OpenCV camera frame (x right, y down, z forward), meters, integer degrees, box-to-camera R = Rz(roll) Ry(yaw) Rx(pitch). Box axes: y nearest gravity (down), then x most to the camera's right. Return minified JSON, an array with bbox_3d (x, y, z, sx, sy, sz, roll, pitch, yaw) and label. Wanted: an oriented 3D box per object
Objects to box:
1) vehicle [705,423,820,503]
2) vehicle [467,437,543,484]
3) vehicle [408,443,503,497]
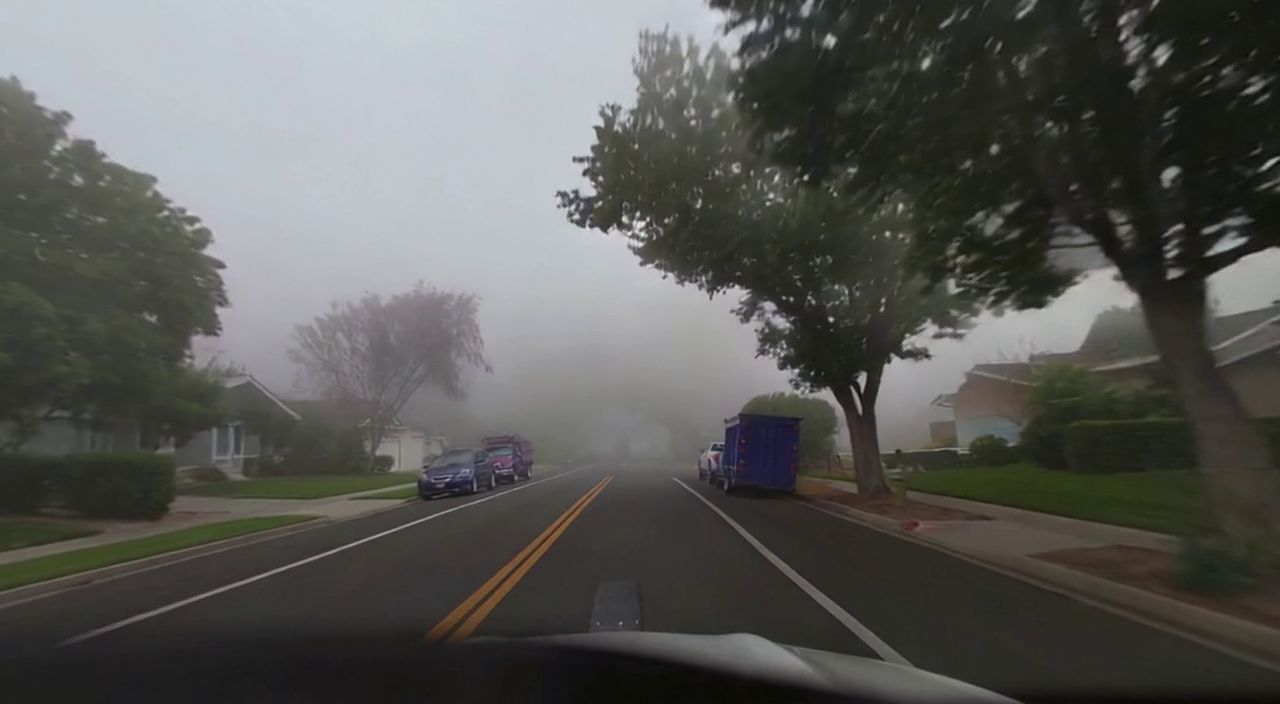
[{"bbox_3d":[3.483,3.326,19.380,2.332,2.044,5.695,0,-9,-1],"label":"vehicle"},{"bbox_3d":[-6.434,5.226,30.910,2.302,2.059,5.758,0,-8,1],"label":"vehicle"},{"bbox_3d":[-6.831,4.405,24.104,2.005,1.785,5.179,0,-9,0],"label":"vehicle"}]
